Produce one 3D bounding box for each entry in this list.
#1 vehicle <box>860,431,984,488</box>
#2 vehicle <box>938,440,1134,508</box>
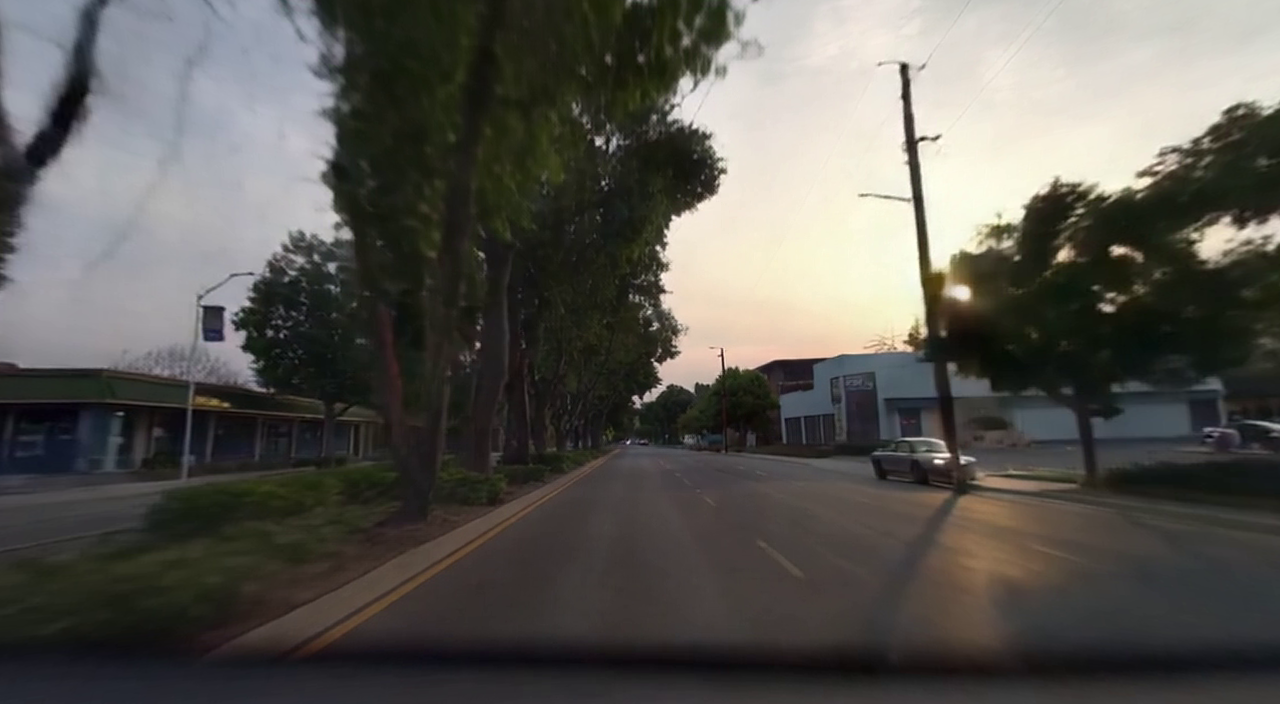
[{"bbox_3d":[9.694,3.729,22.212,2.159,1.767,4.617,0,-8,0],"label":"vehicle"},{"bbox_3d":[9.854,3.038,16.327,1.885,1.461,4.751,0,-8,-2],"label":"vehicle"}]
